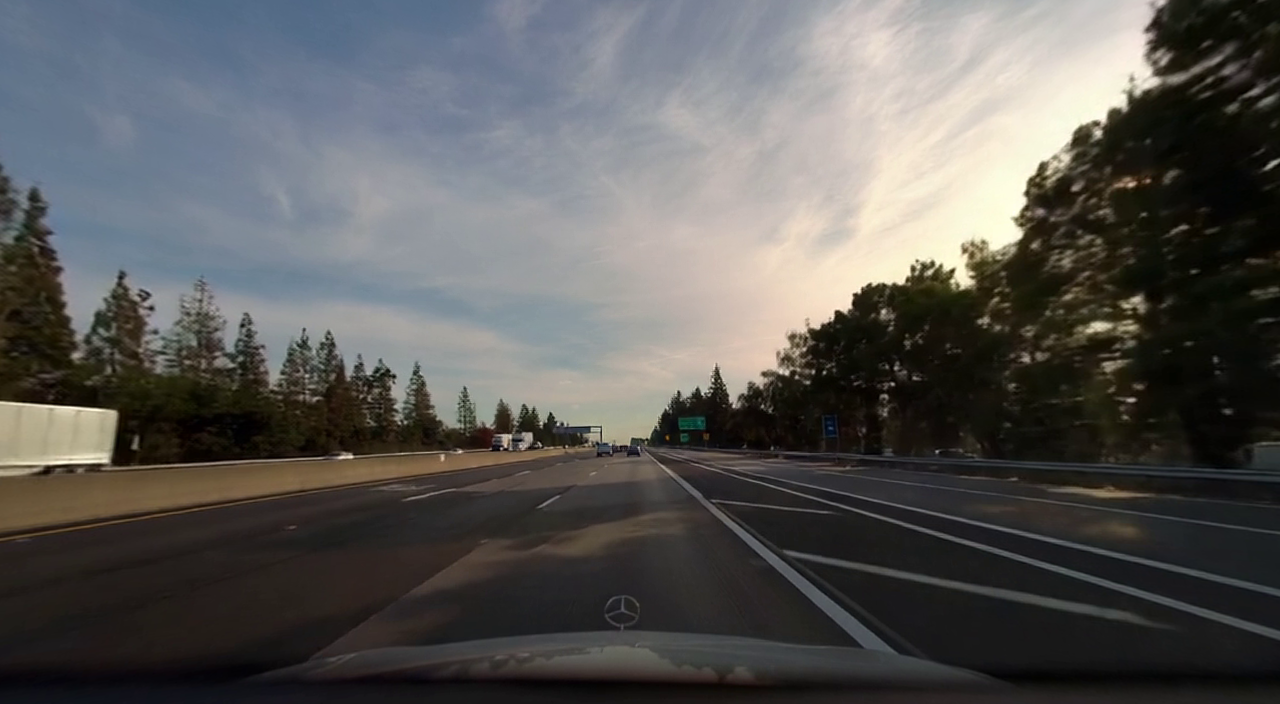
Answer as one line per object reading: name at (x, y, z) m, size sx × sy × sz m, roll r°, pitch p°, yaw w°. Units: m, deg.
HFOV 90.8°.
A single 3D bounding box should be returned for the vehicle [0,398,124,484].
vehicle at (-29.744, 4.300, 30.277) m, size 2.850 × 3.745 × 8.468 m, roll 0°, pitch -9°, yaw -2°
